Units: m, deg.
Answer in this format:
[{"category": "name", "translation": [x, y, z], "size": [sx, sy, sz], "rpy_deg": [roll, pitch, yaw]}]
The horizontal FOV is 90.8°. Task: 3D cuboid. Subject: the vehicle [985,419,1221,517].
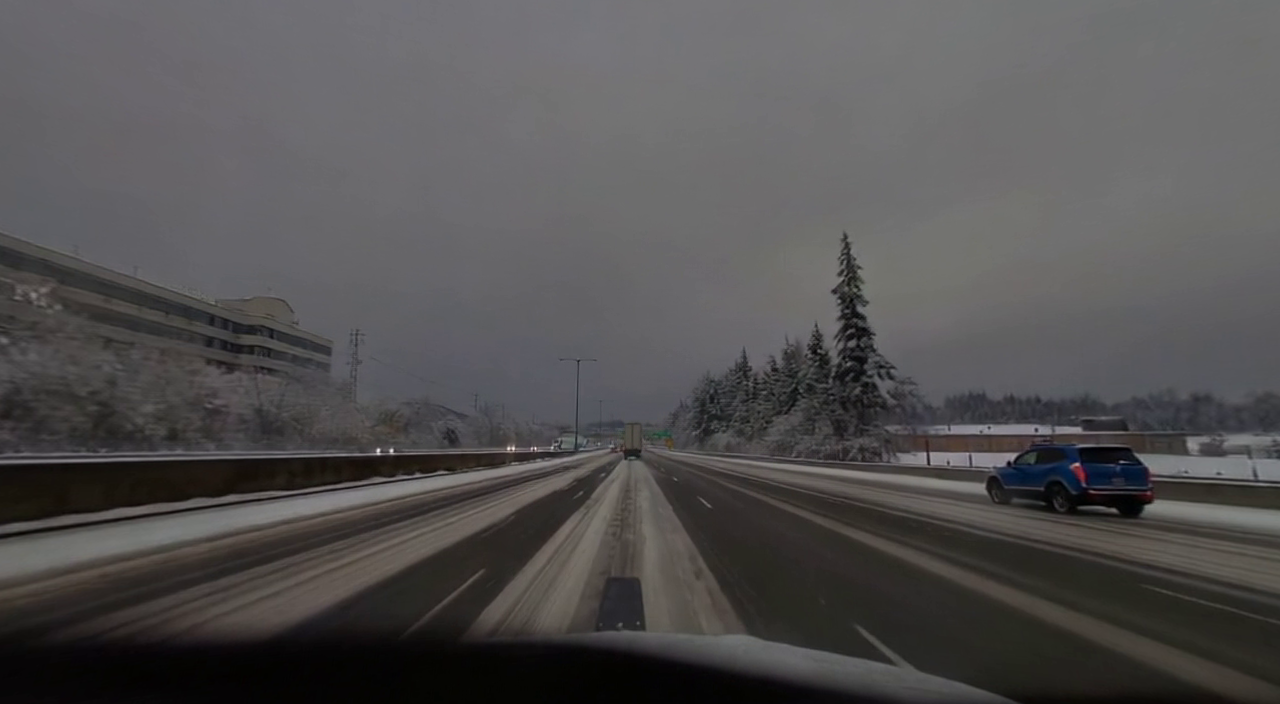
[{"category": "vehicle", "translation": [12.625, 3.202, 17.886], "size": [2.411, 2.326, 5.300], "rpy_deg": [0, -9, -3]}]
